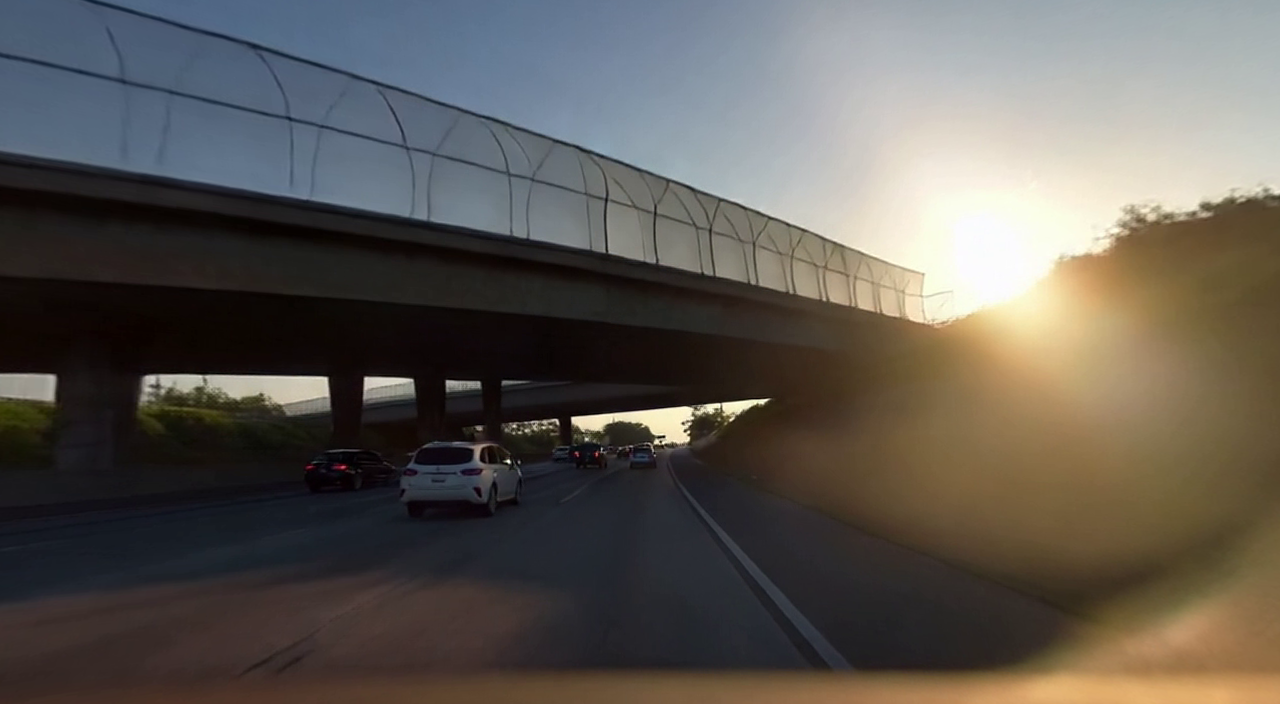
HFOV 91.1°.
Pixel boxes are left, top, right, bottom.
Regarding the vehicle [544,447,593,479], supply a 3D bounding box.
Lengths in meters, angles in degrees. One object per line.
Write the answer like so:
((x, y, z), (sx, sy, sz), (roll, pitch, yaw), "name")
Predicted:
((-3.730, 5.853, 33.404), (1.997, 1.490, 4.471), (0, -8, 1), "vehicle")

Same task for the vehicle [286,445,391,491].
((-11.996, 4.597, 25.348), (1.954, 1.640, 4.339), (0, -8, 1), "vehicle")

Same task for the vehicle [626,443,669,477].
((0.389, 5.718, 33.554), (2.160, 1.678, 4.178), (0, -8, 0), "vehicle")

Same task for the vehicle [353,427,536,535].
((-3.600, 2.459, 12.649), (2.161, 1.759, 4.482), (0, -8, 1), "vehicle")
